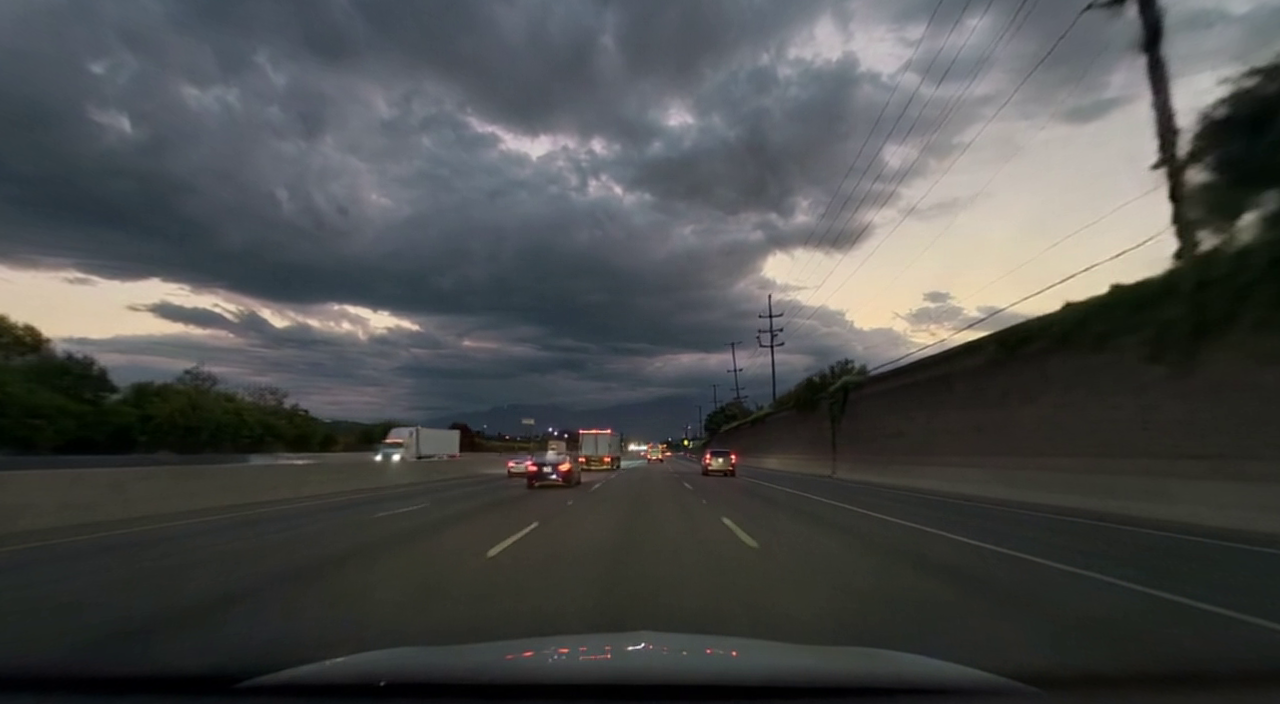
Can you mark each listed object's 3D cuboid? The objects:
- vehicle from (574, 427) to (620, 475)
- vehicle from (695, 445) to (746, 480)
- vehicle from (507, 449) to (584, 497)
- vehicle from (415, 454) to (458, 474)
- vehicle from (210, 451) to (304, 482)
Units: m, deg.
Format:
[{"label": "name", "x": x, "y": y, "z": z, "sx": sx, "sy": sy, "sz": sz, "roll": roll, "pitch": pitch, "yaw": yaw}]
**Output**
[{"label": "vehicle", "x": -2.933, "y": 7.081, "z": 45.282, "sx": 2.632, "sy": 3.153, "sz": 6.879, "roll": 0, "pitch": -9, "yaw": 2}, {"label": "vehicle", "x": 4.426, "y": 6.177, "z": 35.482, "sx": 2.214, "sy": 1.799, "sz": 4.627, "roll": 0, "pitch": -9, "yaw": -1}, {"label": "vehicle", "x": -3.187, "y": 4.156, "z": 22.088, "sx": 2.004, "sy": 1.498, "sz": 4.043, "roll": 0, "pitch": -9, "yaw": 1}, {"label": "vehicle", "x": -14.969, "y": 8.264, "z": 46.514, "sx": 1.773, "sy": 1.382, "sz": 3.814, "roll": 0, "pitch": -9, "yaw": 2}, {"label": "vehicle", "x": -19.251, "y": 5.747, "z": 31.902, "sx": 1.988, "sy": 1.452, "sz": 4.228, "roll": 0, "pitch": -9, "yaw": 2}]
